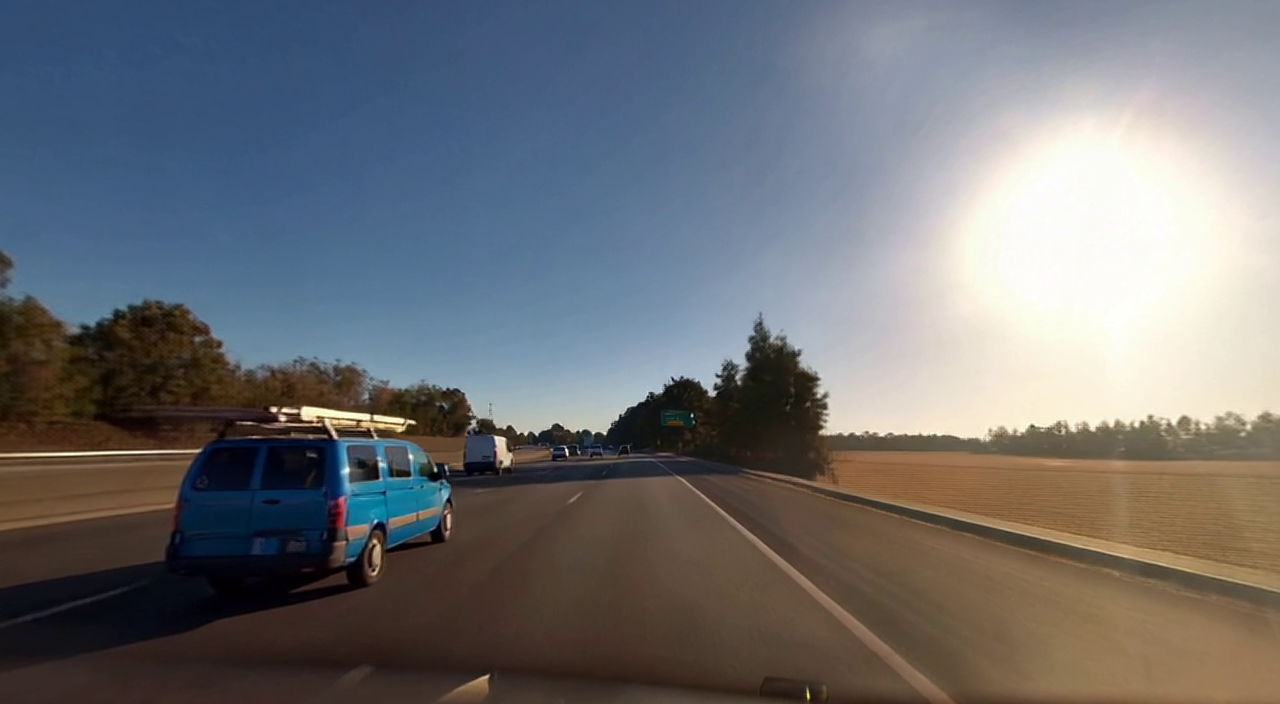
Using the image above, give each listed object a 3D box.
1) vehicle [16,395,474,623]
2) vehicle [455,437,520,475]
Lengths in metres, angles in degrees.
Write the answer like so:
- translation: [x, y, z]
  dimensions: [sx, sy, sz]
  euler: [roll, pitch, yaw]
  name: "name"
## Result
- translation: [-3.587, 1.532, 7.183]
  dimensions: [2.040, 1.679, 4.865]
  euler: [0, -9, 0]
  name: "vehicle"
- translation: [-7.499, 5.157, 31.509]
  dimensions: [2.093, 1.752, 4.771]
  euler: [0, -9, 0]
  name: "vehicle"
